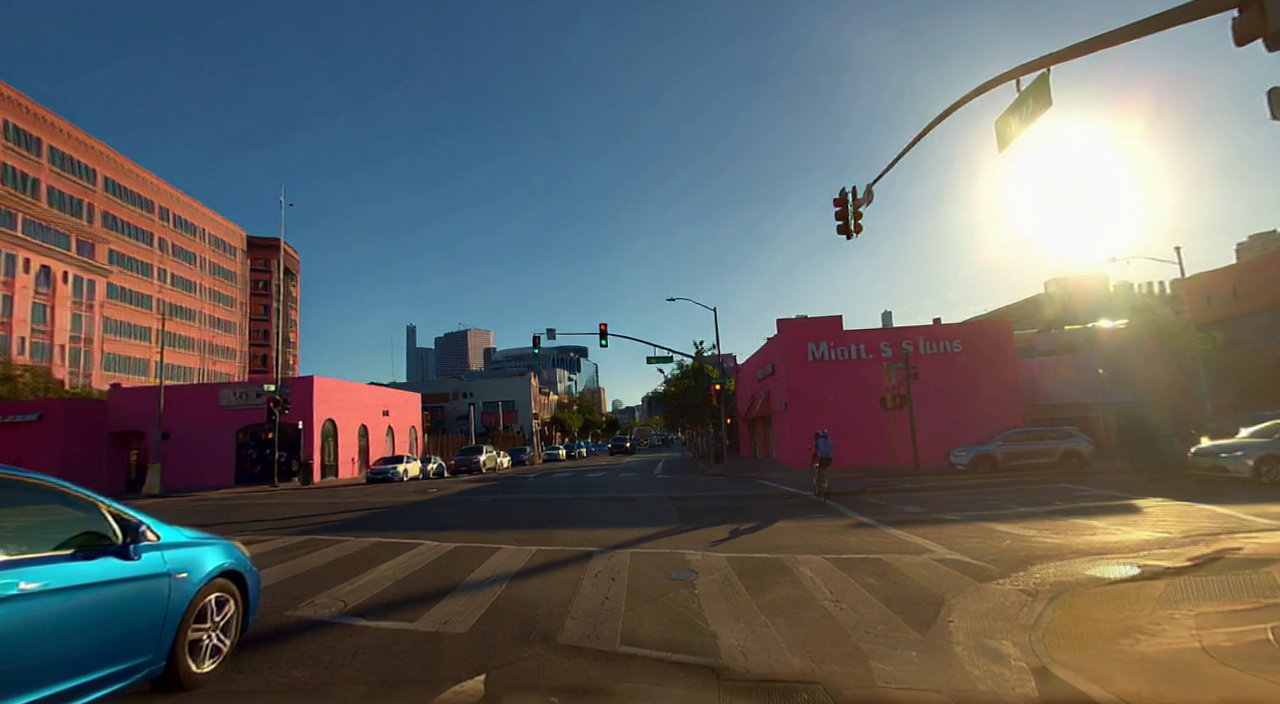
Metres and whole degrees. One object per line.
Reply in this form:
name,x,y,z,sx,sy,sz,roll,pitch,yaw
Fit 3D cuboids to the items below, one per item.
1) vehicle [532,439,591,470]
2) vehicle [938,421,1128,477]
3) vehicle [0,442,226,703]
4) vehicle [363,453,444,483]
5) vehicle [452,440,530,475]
vehicle,-4.495,5.982,36.873,1.928,1.647,4.575,-2,-9,13
vehicle,11.567,2.890,18.802,4.355,1.546,1.820,-1,-9,6
vehicle,-3.752,0.970,2.145,1.759,1.325,4.295,0,-9,0
vehicle,-12.589,6.168,33.868,1.976,1.425,4.567,-1,-9,10
vehicle,-8.378,5.974,36.054,2.152,1.825,5.406,-2,-9,12
